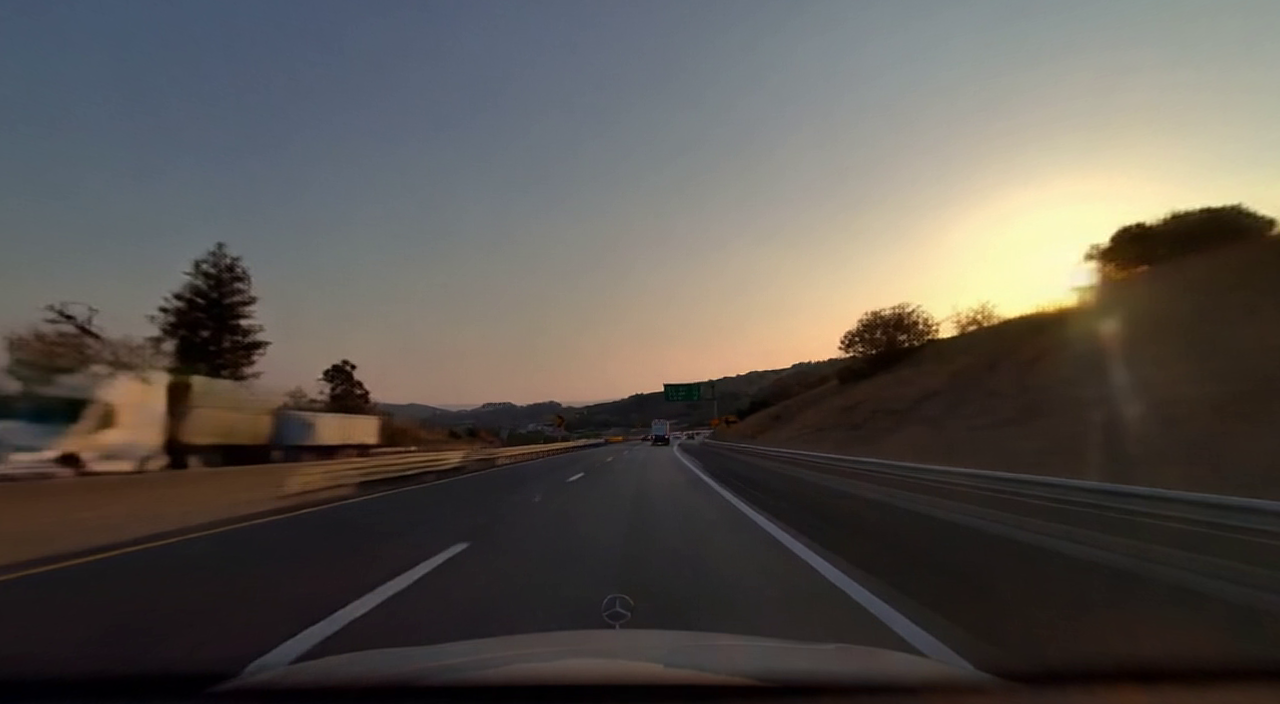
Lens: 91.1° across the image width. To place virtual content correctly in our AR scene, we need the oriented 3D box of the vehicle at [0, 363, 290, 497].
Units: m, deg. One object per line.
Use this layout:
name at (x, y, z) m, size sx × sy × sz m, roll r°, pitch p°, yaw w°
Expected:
vehicle at (-17.047, 2.862, 22.773) m, size 3.080 × 3.801 × 9.455 m, roll 0°, pitch -8°, yaw 1°

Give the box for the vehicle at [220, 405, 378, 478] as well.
vehicle at (-16.830, 4.513, 32.061) m, size 2.818 × 3.168 × 8.954 m, roll 0°, pitch -8°, yaw 2°
